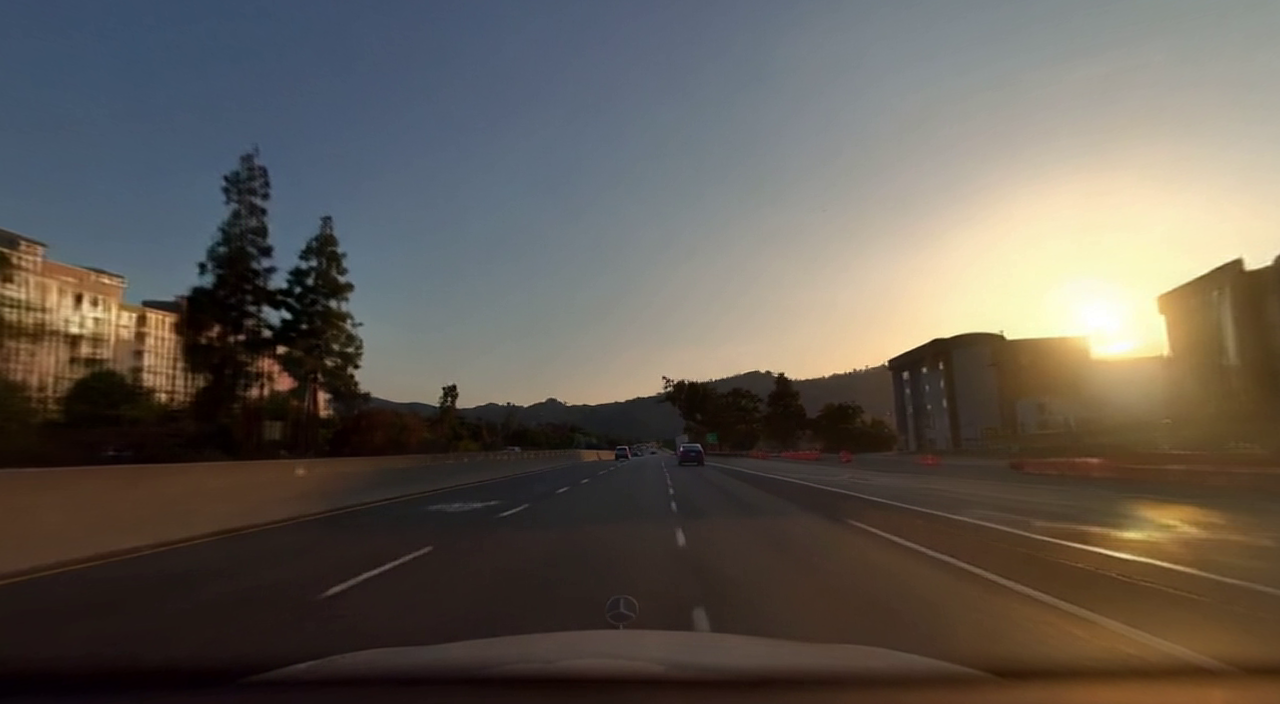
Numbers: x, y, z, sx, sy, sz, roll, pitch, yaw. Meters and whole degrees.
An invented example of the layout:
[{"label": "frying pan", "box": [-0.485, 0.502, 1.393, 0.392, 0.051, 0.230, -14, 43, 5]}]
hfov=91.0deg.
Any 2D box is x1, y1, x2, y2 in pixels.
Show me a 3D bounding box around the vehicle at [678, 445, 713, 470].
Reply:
[{"label": "vehicle", "box": [3.682, 7.101, 42.514, 1.974, 1.557, 4.479, 0, -9, 0]}]
